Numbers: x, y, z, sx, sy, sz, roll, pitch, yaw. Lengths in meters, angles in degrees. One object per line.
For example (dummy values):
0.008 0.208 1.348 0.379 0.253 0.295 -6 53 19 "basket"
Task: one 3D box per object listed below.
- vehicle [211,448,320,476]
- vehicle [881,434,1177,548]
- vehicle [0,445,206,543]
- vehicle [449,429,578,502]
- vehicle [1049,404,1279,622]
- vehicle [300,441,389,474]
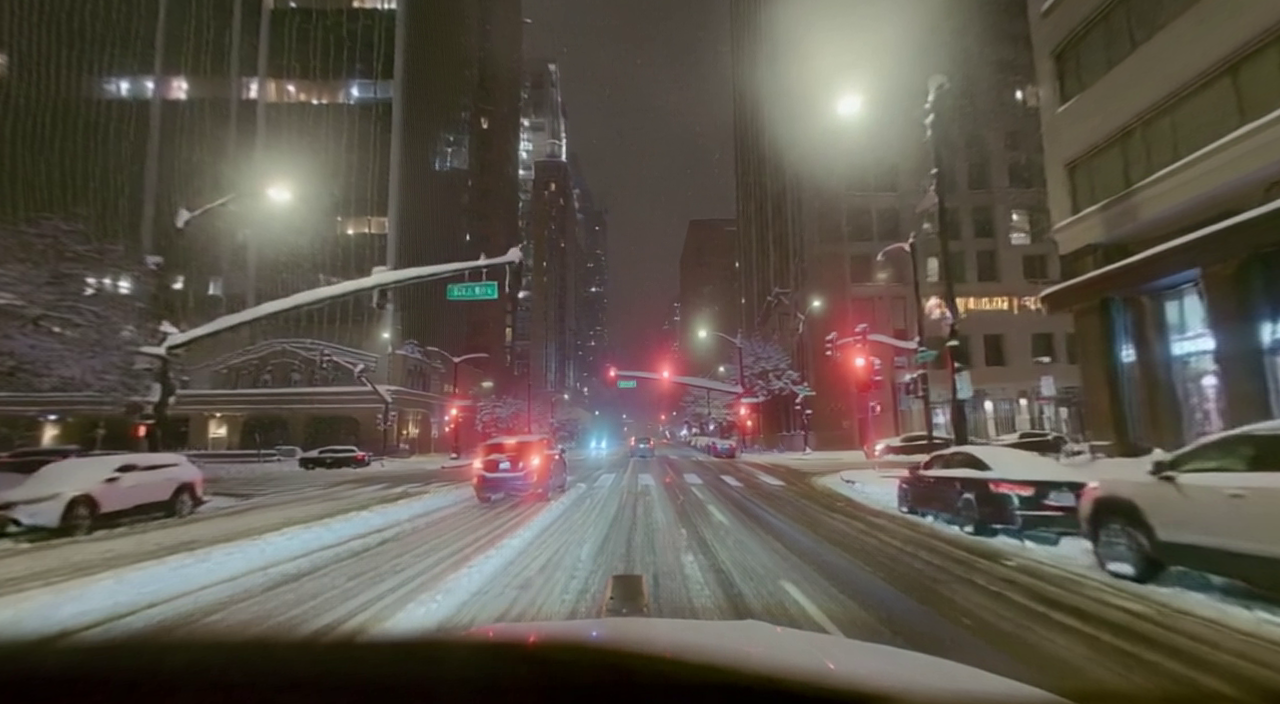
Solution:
-21.383 6.282 36.139 4.791 1.506 2.244 0 -8 0 "vehicle"
5.969 2.137 10.541 1.929 1.464 4.494 0 -8 -3 "vehicle"
-12.362 3.104 14.454 1.890 1.781 4.331 -3 -8 -2 "vehicle"
-2.806 2.659 15.267 2.014 1.480 4.780 0 -8 2 "vehicle"
5.927 1.287 5.172 1.918 1.674 4.779 0 -8 0 "vehicle"
-21.179 7.558 45.339 5.283 1.959 2.453 -3 -7 0 "vehicle"
